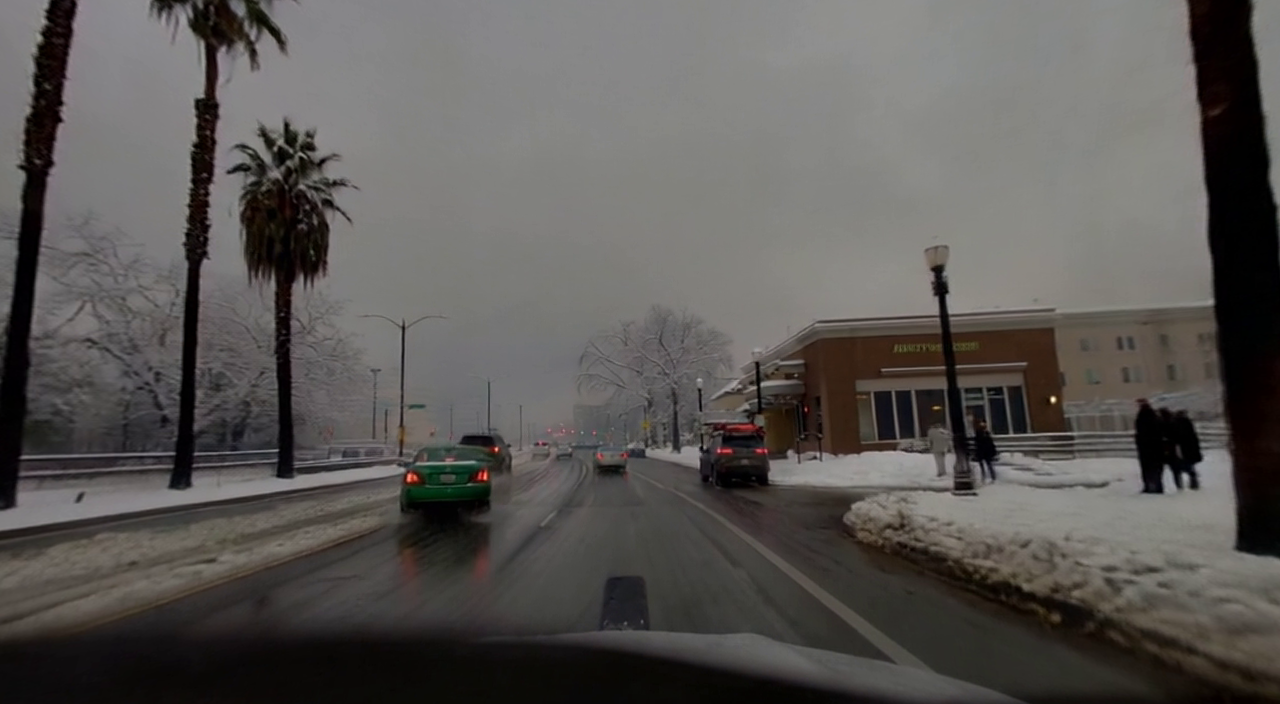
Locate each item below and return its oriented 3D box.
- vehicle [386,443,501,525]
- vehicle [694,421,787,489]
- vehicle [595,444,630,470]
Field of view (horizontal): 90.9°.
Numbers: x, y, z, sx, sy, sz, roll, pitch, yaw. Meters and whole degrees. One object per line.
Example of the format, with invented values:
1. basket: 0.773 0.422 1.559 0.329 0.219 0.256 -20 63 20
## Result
1. vehicle: -4.552 2.816 14.139 1.930 1.477 4.657 3 -9 -23
2. vehicle: 3.468 3.706 22.883 2.126 2.167 5.098 0 -9 -5
3. vehicle: -1.718 6.425 38.649 1.972 1.473 4.000 0 -9 -5
